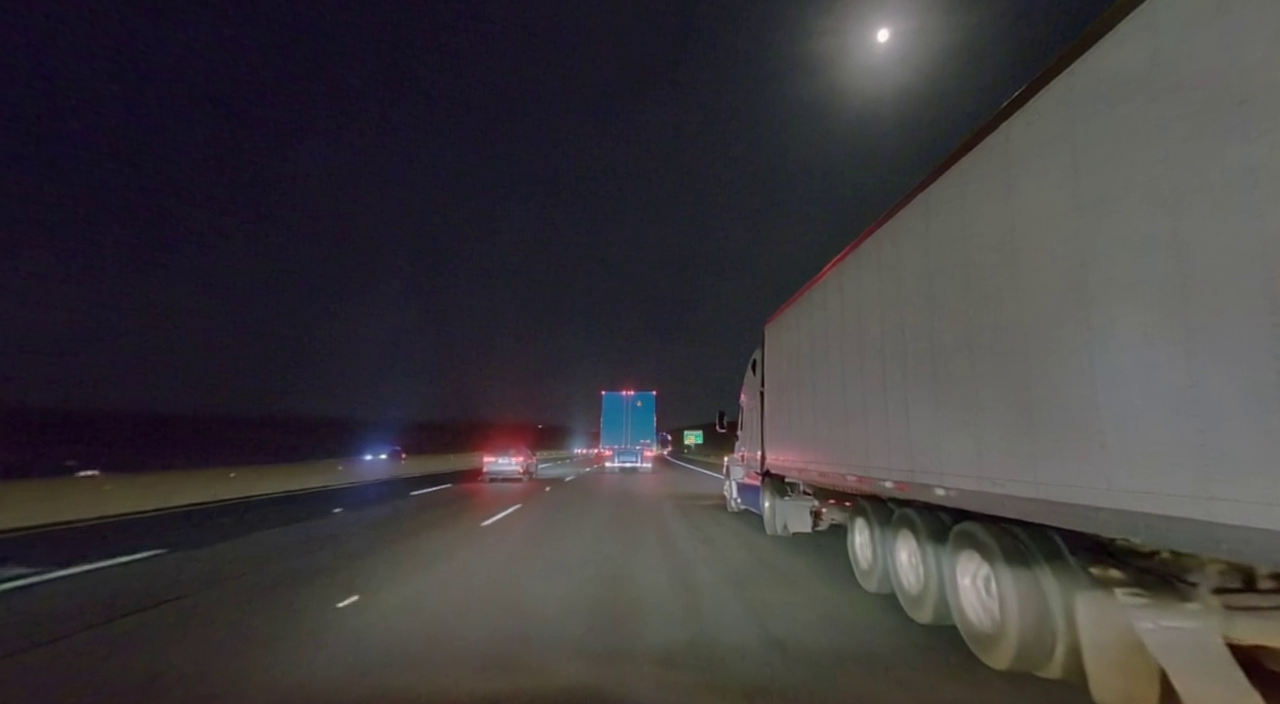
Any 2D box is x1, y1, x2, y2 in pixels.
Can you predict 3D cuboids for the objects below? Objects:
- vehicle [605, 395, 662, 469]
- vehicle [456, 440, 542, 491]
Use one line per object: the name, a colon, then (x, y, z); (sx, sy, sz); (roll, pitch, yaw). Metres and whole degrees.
vehicle: (-0.389, 5.250, 40.132); (3.123, 4.094, 10.812); (0, -9, 0)
vehicle: (-4.502, 3.683, 20.589); (1.895, 1.500, 3.808); (0, -9, 1)
